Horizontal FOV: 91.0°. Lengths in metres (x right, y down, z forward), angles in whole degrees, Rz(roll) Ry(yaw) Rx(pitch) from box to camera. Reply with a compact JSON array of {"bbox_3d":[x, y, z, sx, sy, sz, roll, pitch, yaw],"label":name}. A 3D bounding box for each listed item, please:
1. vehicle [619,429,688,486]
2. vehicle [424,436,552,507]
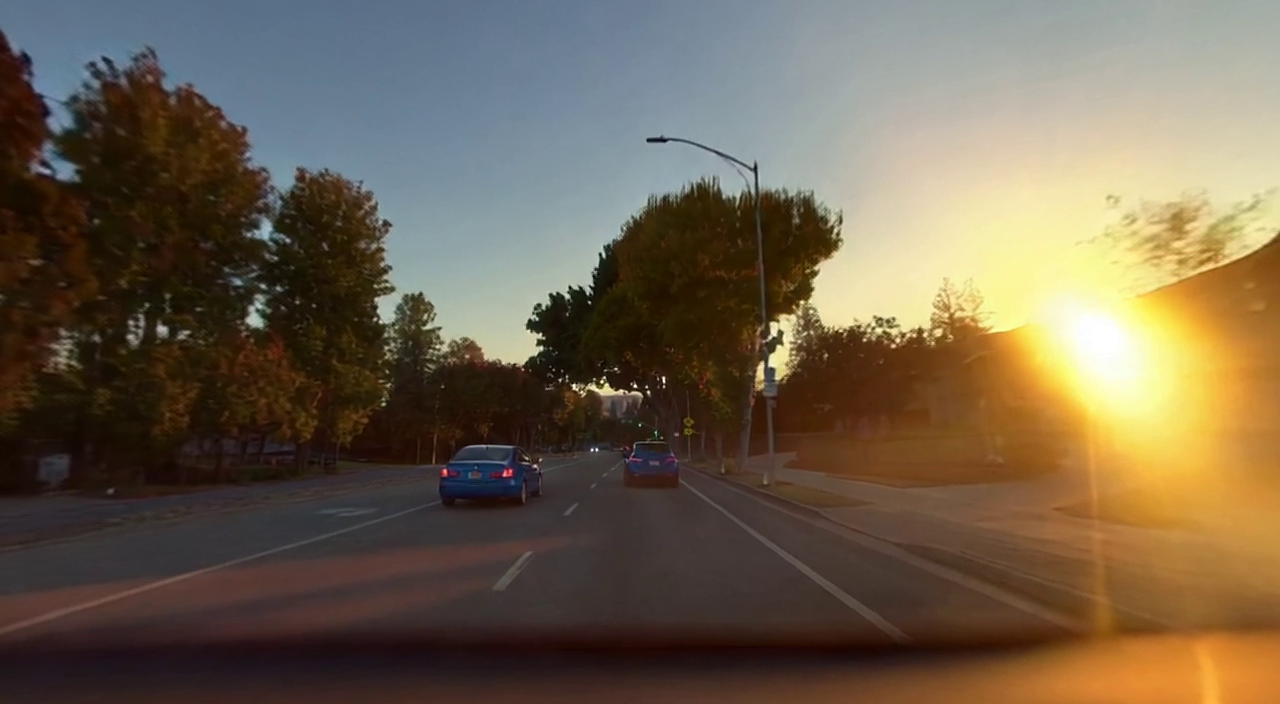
[{"bbox_3d":[0.370,3.712,22.532,2.215,1.799,4.426,0,-8,-2],"label":"vehicle"},{"bbox_3d":[-3.438,2.771,15.104,2.036,1.447,4.044,0,-8,0],"label":"vehicle"}]
